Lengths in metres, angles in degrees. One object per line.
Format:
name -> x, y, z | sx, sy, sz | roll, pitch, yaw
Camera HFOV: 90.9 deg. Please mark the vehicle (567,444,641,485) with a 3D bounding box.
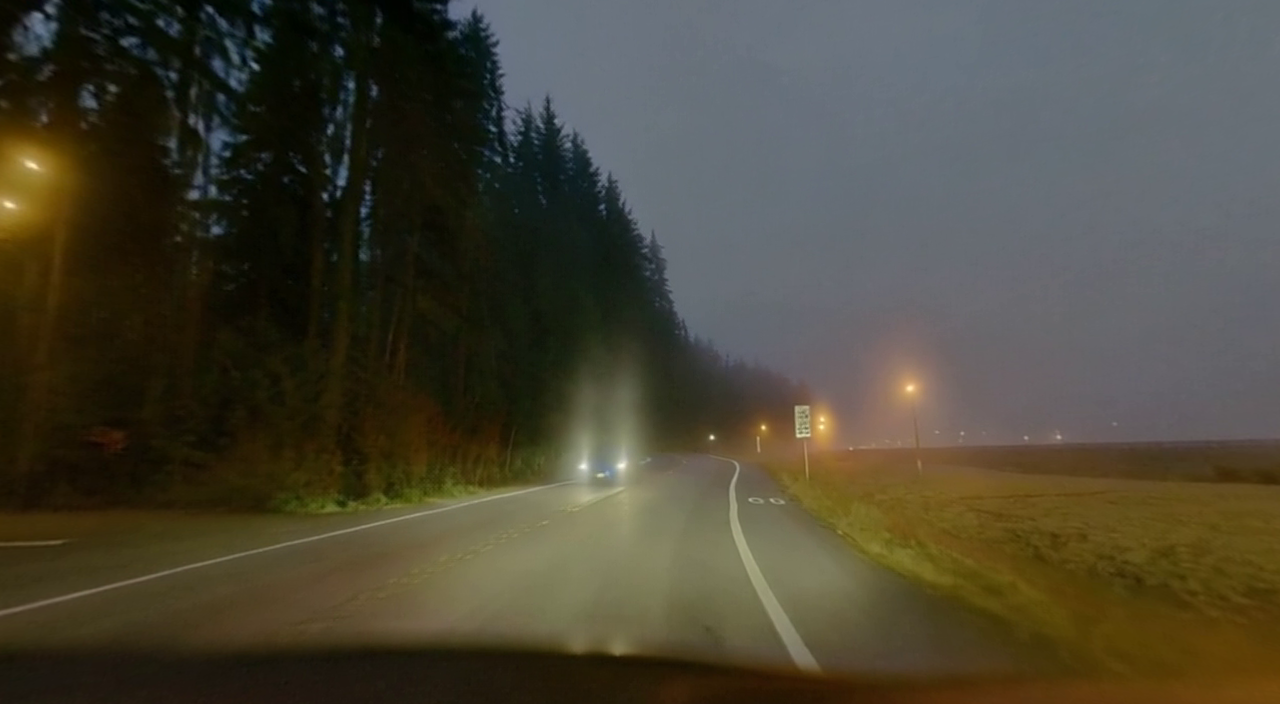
vehicle -> -1.356, 4.507, 25.633 | 2.190, 1.499, 4.209 | -1, -9, 8
